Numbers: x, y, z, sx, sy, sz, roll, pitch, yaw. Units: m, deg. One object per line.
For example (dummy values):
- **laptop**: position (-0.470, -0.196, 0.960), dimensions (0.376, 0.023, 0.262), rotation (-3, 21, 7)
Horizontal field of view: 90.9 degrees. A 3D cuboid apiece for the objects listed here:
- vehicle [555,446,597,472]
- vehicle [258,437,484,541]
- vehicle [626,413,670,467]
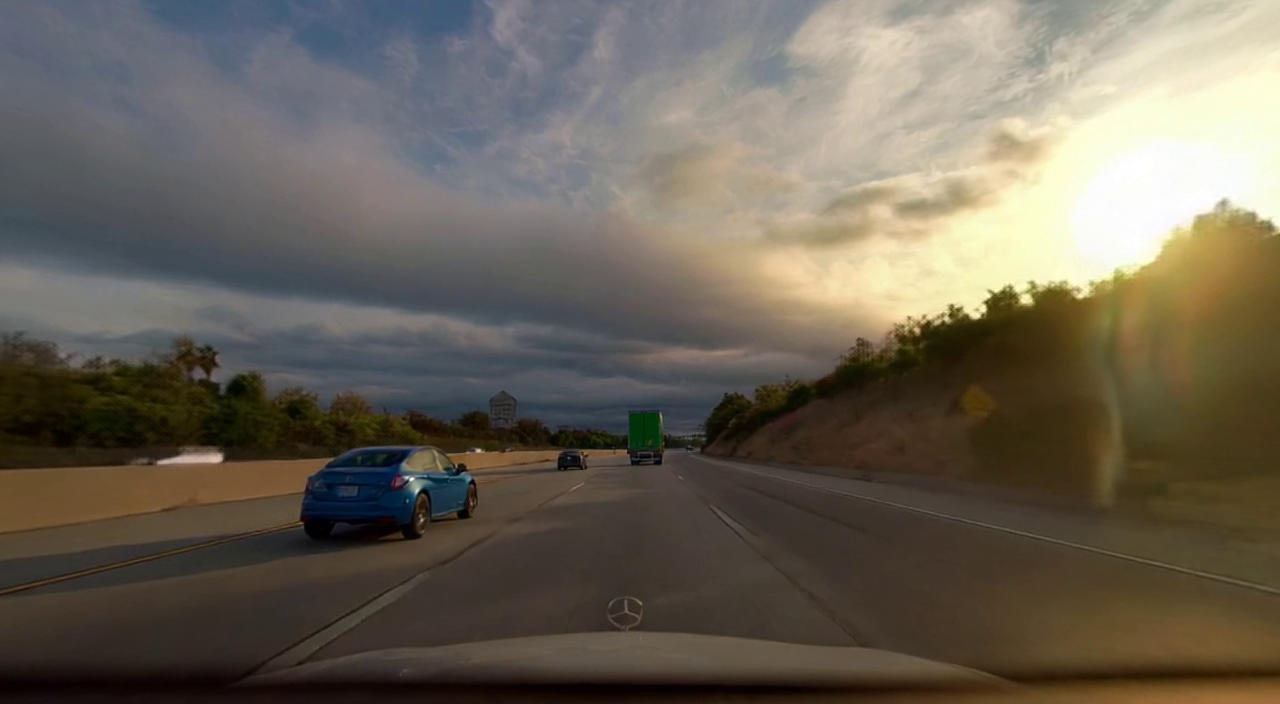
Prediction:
- **vehicle**: position (-3.735, 6.355, 37.467), dimensions (1.981, 1.435, 4.199), rotation (0, -9, 1)
- **vehicle**: position (-4.372, 2.286, 11.181), dimensions (2.010, 1.461, 4.391), rotation (0, -9, 1)
- **vehicle**: position (0.510, 6.589, 46.839), dimensions (2.893, 3.628, 9.081), rotation (0, -9, 0)
